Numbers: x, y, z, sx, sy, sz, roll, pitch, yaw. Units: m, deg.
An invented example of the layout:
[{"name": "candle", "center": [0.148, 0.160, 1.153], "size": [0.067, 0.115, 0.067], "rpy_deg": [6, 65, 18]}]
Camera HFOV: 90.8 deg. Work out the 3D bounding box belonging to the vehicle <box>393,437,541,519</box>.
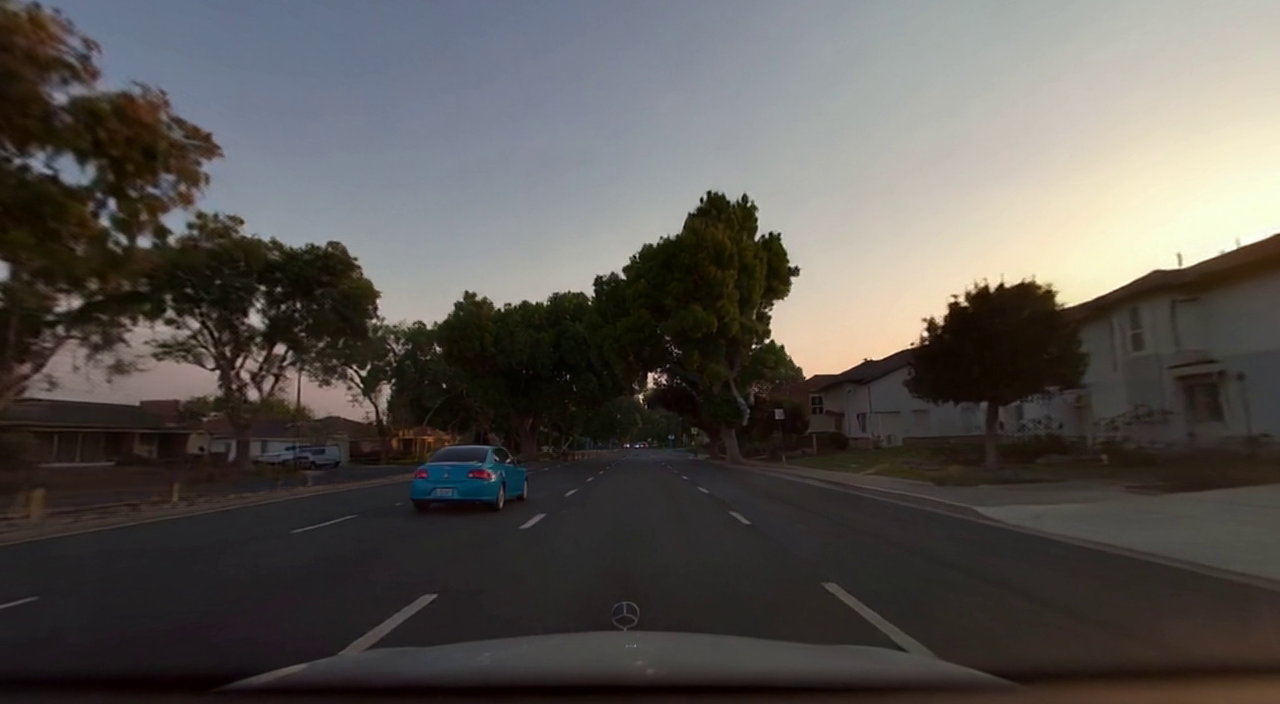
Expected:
[{"name": "vehicle", "center": [-3.484, 2.600, 13.646], "size": [2.005, 1.477, 4.169], "rpy_deg": [0, -8, 0]}]
